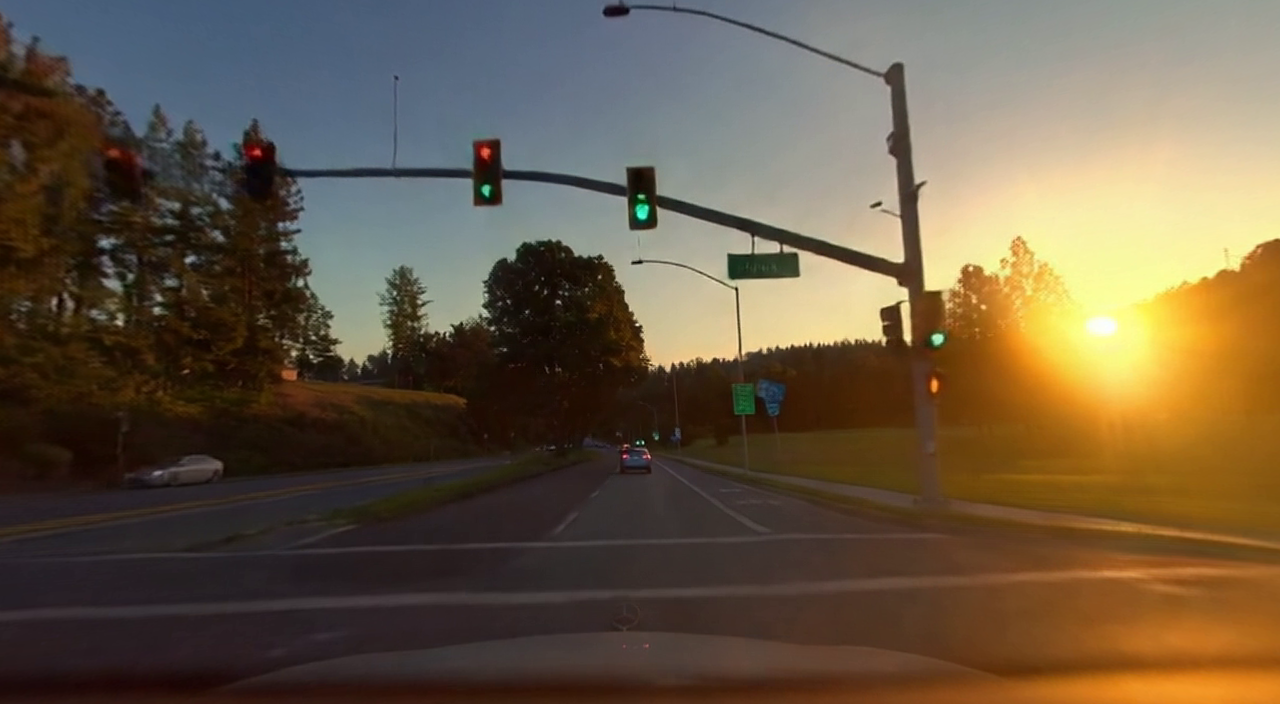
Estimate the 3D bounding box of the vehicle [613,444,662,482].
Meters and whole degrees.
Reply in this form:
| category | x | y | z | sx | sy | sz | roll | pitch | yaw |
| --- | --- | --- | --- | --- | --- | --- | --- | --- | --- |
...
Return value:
| category | x | y | z | sx | sy | sz | roll | pitch | yaw |
| --- | --- | --- | --- | --- | --- | --- | --- | --- | --- |
| vehicle | -0.103 | 4.629 | 26.538 | 1.954 | 1.469 | 3.465 | 0 | -9 | 0 |

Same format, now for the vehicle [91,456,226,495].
| category | x | y | z | sx | sy | sz | roll | pitch | yaw |
| --- | --- | --- | --- | --- | --- | --- | --- | --- | --- |
| vehicle | -20.963 | 5.370 | 27.742 | 2.175 | 1.492 | 4.722 | 0 | -9 | 0 |
